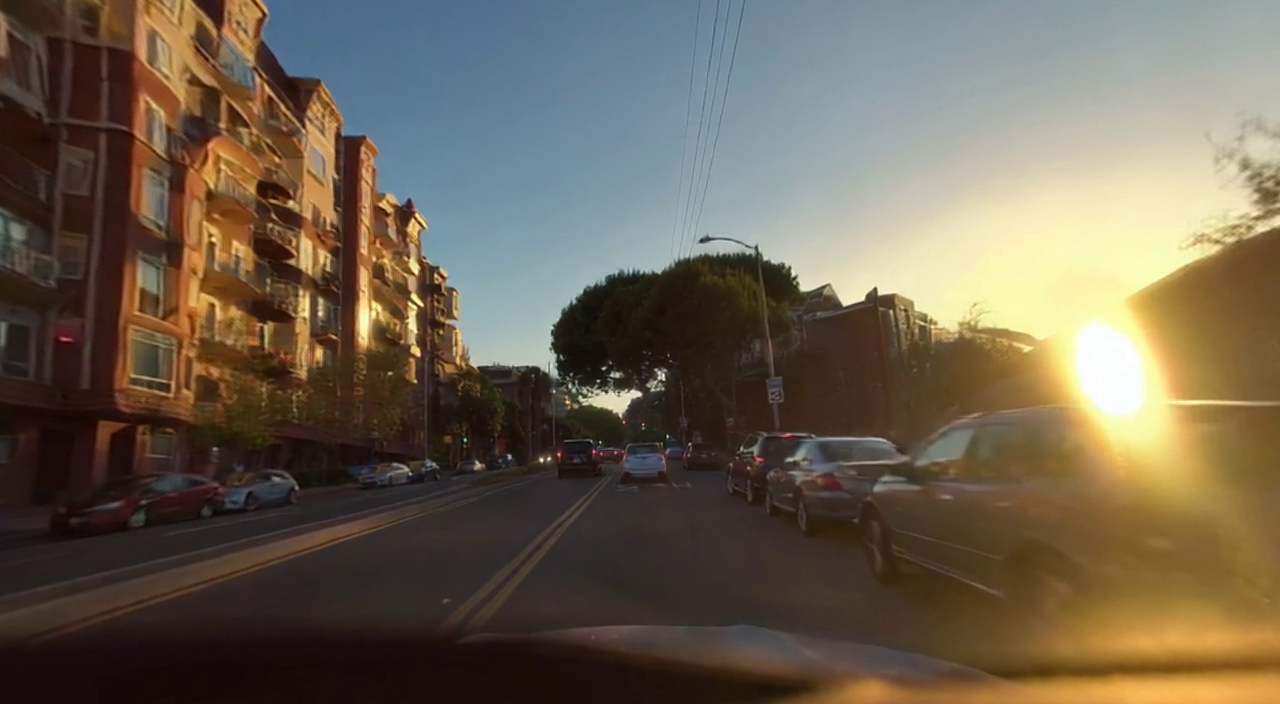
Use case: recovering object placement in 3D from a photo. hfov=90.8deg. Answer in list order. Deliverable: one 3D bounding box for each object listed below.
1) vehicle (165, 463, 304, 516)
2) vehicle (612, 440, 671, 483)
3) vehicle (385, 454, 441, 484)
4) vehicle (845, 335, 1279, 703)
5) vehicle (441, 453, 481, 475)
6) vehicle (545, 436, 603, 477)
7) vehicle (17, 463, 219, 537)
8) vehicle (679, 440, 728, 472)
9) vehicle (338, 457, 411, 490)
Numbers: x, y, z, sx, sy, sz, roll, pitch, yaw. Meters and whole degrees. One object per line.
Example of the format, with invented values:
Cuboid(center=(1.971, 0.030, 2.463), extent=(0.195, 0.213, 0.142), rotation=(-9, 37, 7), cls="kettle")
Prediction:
Cuboid(center=(-13.673, 4.617, 21.661), extent=(1.837, 1.470, 4.263), rotation=(0, -8, 1), cls="vehicle")
Cuboid(center=(0.057, 4.070, 23.801), extent=(2.026, 1.496, 3.701), rotation=(0, -8, 0), cls="vehicle")
Cuboid(center=(-13.641, 7.030, 38.208), extent=(1.839, 1.594, 4.055), rotation=(0, -8, 0), cls="vehicle")
Cuboid(center=(3.167, 1.138, 4.507), extent=(1.906, 1.779, 4.494), rotation=(0, -8, 0), cls="vehicle")
Cuboid(center=(-13.699, 8.578, 48.635), extent=(1.844, 1.499, 4.421), rotation=(0, -8, 0), cls="vehicle")
Cuboid(center=(-2.909, 4.740, 28.808), extent=(2.065, 1.705, 4.353), rotation=(0, -8, 1), cls="vehicle")
Cuboid(center=(-13.821, 3.889, 17.159), extent=(1.887, 1.619, 4.208), rotation=(0, -8, -1), cls="vehicle")
Cuboid(center=(3.222, 5.401, 32.987), extent=(2.077, 1.532, 4.694), rotation=(0, -8, 0), cls="vehicle")
Cuboid(center=(-13.691, 6.280, 32.858), extent=(1.907, 1.480, 4.498), rotation=(0, -8, -1), cls="vehicle")
